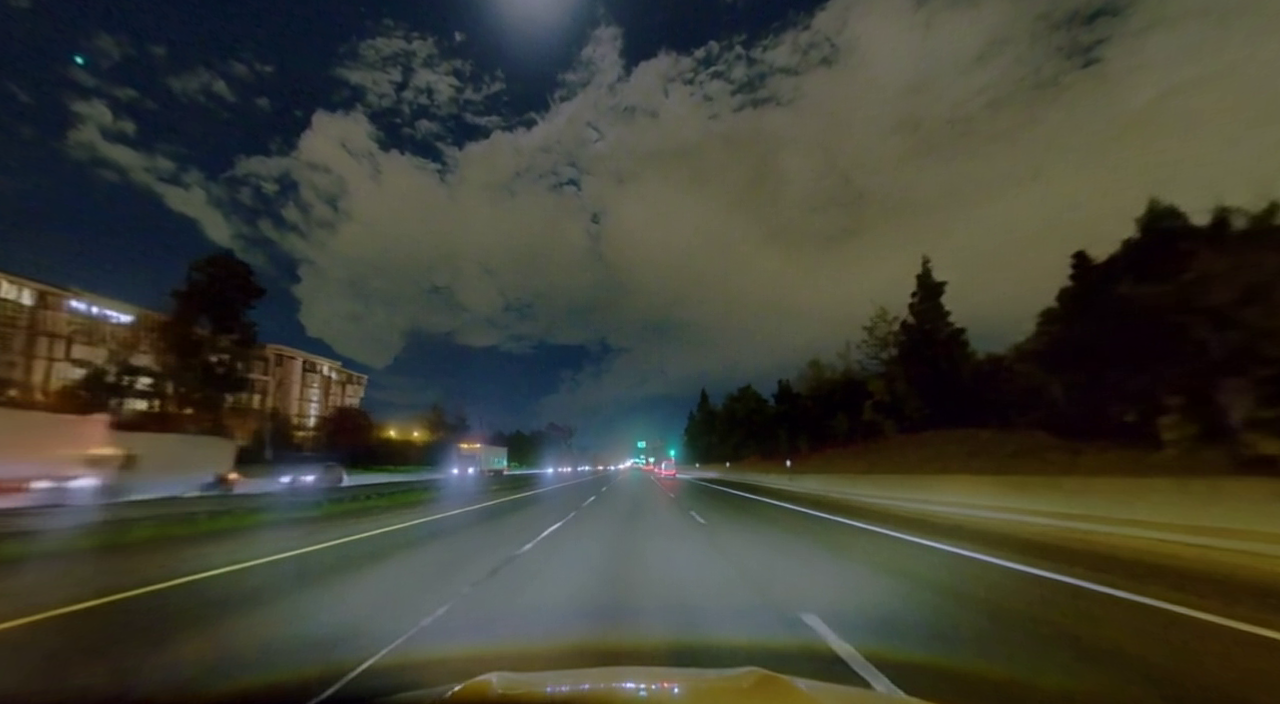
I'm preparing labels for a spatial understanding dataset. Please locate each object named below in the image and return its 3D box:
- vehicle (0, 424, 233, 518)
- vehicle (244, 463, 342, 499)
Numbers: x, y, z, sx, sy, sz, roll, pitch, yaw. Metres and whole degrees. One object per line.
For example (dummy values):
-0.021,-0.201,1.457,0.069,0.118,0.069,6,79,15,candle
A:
-20.092,4.649,24.785,2.847,3.022,7.806,1,-10,0,vehicle
-16.005,5.973,29.380,1.943,1.513,4.560,1,-10,0,vehicle
